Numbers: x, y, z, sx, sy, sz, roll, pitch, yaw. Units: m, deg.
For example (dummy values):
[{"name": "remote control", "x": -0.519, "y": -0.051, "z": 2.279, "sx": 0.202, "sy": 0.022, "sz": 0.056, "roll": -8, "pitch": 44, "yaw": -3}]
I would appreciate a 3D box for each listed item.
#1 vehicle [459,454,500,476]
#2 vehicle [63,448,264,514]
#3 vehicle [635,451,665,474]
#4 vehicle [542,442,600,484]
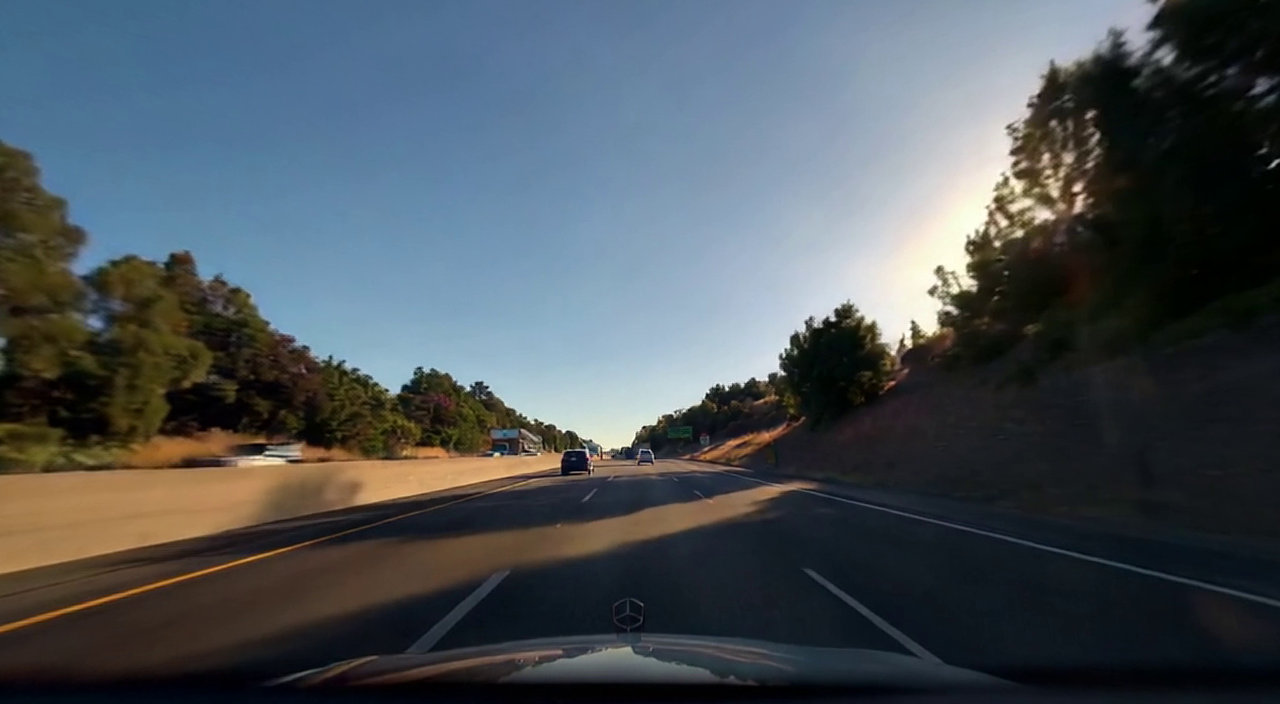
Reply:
[{"name": "vehicle", "x": -11.385, "y": 8.029, "z": 44.854, "sx": 1.817, "sy": 1.439, "sz": 4.056, "roll": 0, "pitch": -9, "yaw": 1}, {"name": "vehicle", "x": -13.157, "y": 3.546, "z": 17.880, "sx": 2.034, "sy": 1.599, "sz": 4.549, "roll": 0, "pitch": -9, "yaw": 2}, {"name": "vehicle", "x": 0.656, "y": 7.828, "z": 44.979, "sx": 2.036, "sy": 1.519, "sz": 4.225, "roll": 0, "pitch": -9, "yaw": 0}, {"name": "vehicle", "x": -3.061, "y": 5.073, "z": 29.017, "sx": 2.143, "sy": 1.770, "sz": 4.283, "roll": 0, "pitch": -9, "yaw": 1}]
